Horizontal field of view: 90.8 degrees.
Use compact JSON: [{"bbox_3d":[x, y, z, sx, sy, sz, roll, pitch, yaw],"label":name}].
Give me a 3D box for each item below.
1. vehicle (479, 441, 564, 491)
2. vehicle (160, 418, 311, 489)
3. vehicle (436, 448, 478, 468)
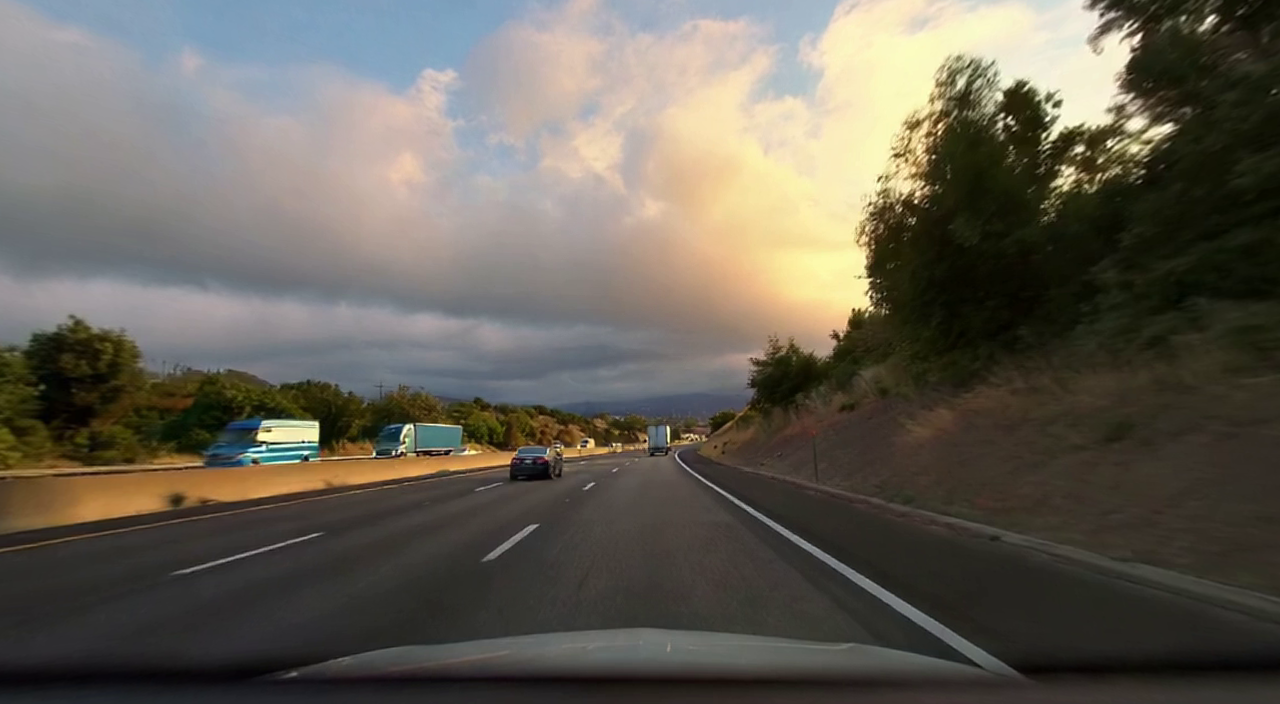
[{"bbox_3d":[-3.758,3.689,20.748,1.943,1.460,3.961,0,-9,1],"label":"vehicle"},{"bbox_3d":[-18.953,4.848,30.205,2.581,2.972,6.723,0,-9,1],"label":"vehicle"},{"bbox_3d":[-14.307,8.290,49.556,1.859,1.497,4.390,0,-9,2],"label":"vehicle"}]
